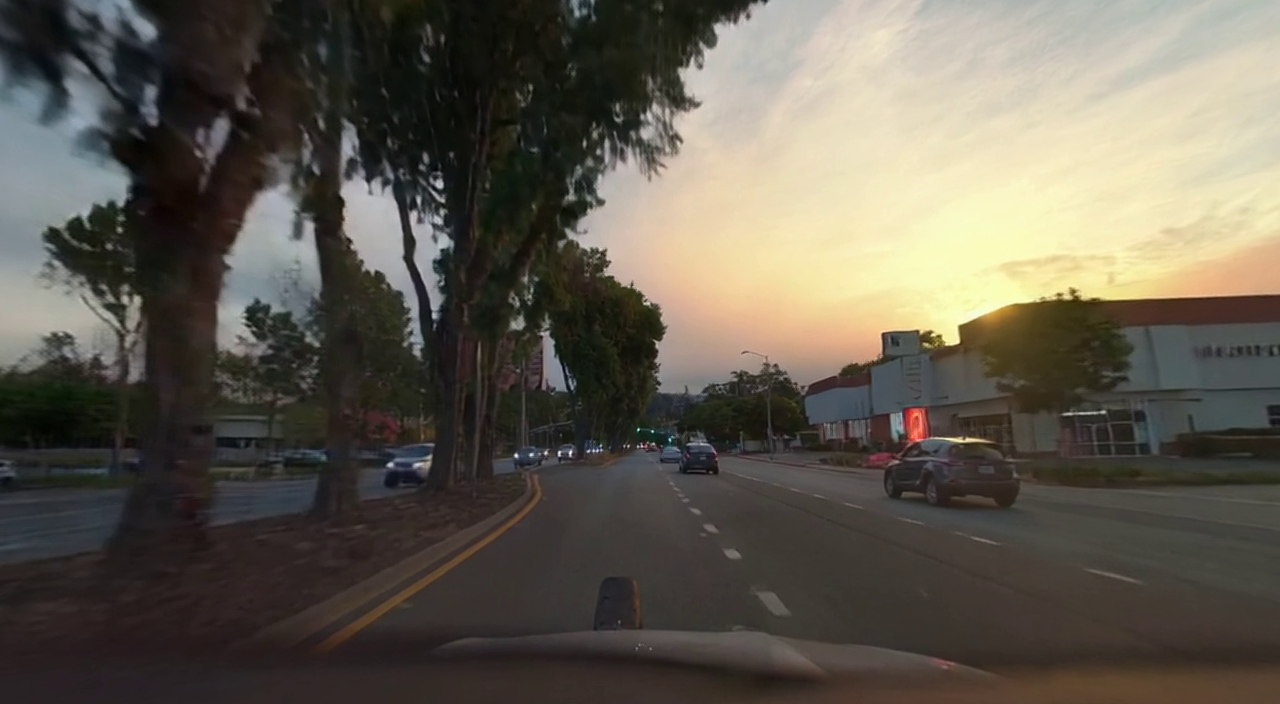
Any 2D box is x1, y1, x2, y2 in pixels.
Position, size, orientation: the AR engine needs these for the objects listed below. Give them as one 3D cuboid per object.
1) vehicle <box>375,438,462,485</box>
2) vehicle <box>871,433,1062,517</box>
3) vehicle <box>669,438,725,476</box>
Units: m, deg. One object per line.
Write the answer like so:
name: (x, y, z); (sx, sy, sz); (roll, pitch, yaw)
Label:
vehicle: (-9.416, 4.682, 27.251); (2.118, 1.838, 4.737); (0, -9, -1)
vehicle: (6.829, 2.595, 13.792); (1.886, 1.528, 4.169); (0, -9, -1)
vehicle: (2.605, 4.920, 29.697); (2.161, 1.676, 4.151); (0, -9, -1)
